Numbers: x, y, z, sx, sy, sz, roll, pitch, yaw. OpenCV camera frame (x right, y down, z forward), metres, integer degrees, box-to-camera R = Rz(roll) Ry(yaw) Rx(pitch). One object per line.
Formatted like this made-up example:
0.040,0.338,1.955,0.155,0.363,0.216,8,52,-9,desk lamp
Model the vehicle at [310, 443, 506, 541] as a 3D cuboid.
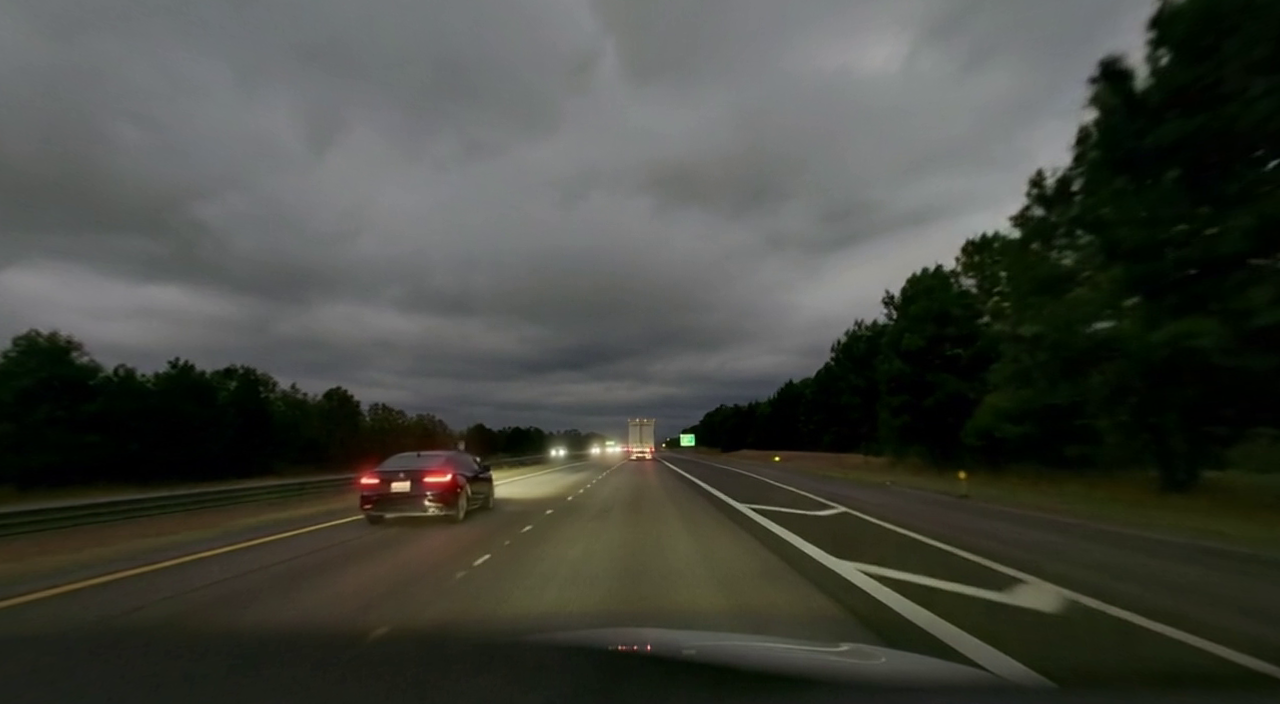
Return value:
-3.927,2.429,11.580,1.955,1.438,4.100,-1,-9,1,vehicle
